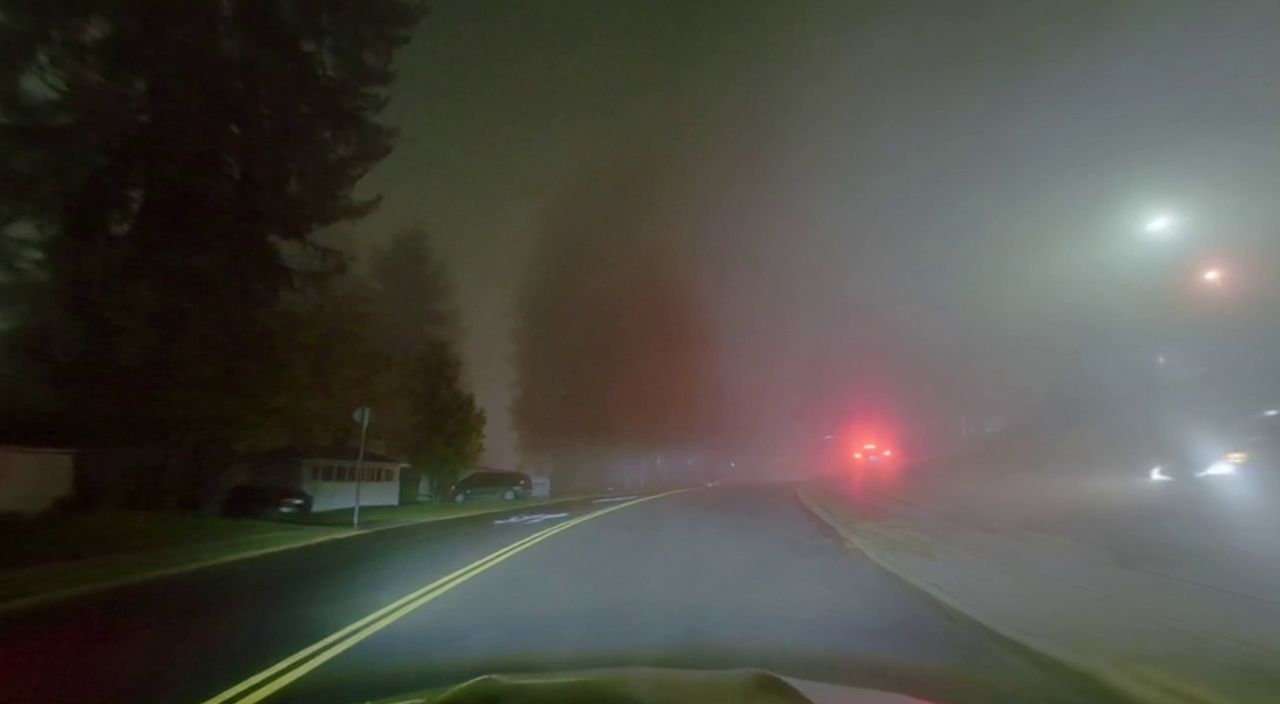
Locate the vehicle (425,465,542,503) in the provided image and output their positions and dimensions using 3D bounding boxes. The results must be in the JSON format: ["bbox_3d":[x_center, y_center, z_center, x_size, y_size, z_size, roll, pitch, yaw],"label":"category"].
[{"bbox_3d":[-8.334,7.135,34.067,5.643,1.759,2.110,-1,-19,5],"label":"vehicle"}]

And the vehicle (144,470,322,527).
[{"bbox_3d":[-12.422,4.470,19.520,4.175,1.492,1.845,-1,-9,-3],"label":"vehicle"}]

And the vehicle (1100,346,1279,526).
[{"bbox_3d":[9.045,0.991,7.973,4.740,1.638,2.018,-3,-24,-6],"label":"vehicle"}]

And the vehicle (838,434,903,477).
[{"bbox_3d":[10.863,4.907,30.150,2.163,1.885,4.804,-2,-9,12],"label":"vehicle"}]

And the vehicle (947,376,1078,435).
[{"bbox_3d":[16.953,2.428,28.946,4.539,2.010,2.163,-7,0,5],"label":"vehicle"}]
